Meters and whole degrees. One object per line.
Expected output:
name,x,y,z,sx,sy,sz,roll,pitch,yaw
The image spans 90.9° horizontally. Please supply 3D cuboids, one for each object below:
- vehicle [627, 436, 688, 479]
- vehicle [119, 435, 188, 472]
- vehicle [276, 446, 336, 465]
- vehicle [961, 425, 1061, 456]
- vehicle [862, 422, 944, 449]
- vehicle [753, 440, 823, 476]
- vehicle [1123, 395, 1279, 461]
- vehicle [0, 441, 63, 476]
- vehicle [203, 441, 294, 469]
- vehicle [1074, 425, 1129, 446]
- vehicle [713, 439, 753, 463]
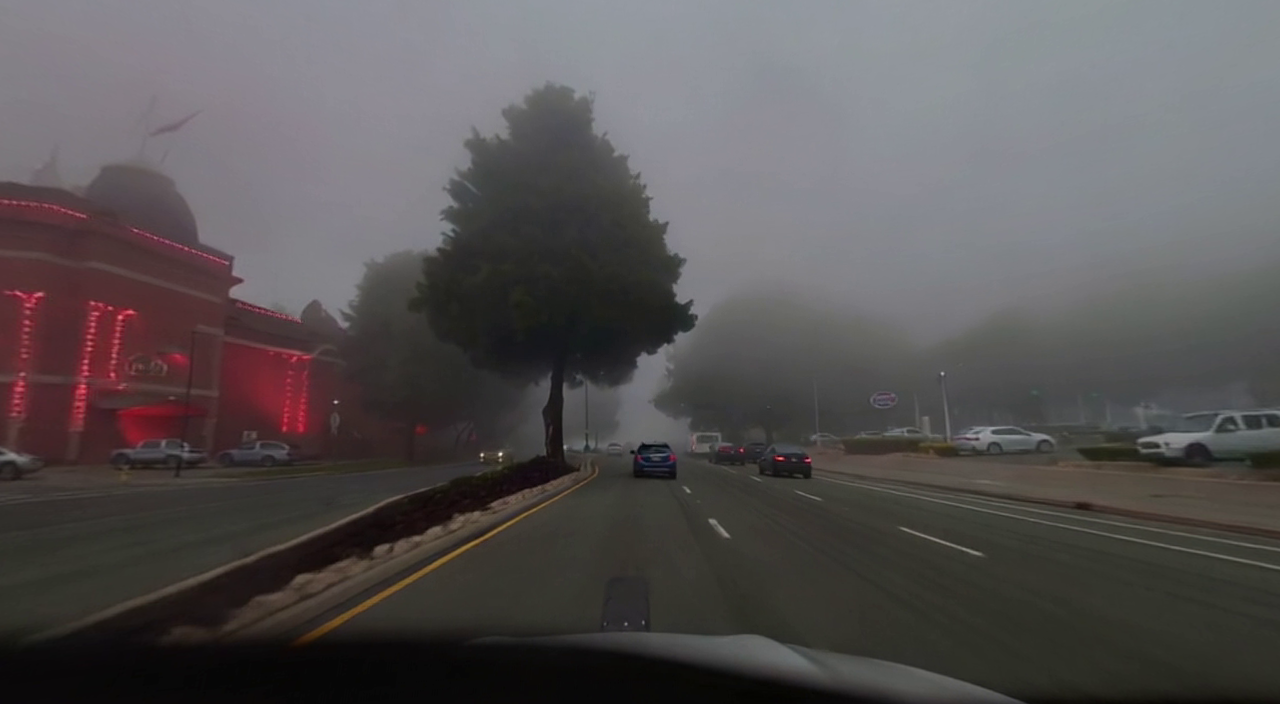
vehicle,0.555,3.982,23.996,2.091,1.472,4.697,0,-9,-1
vehicle,-28.834,5.945,37.255,5.346,1.985,2.207,-8,-11,42
vehicle,-25.742,7.957,48.628,3.574,1.399,1.754,0,-9,1
vehicle,19.669,4.699,33.513,4.059,1.563,1.995,1,-9,-2
vehicle,19.615,6.273,47.140,5.117,1.905,2.075,0,-9,0
vehicle,6.606,4.791,28.663,2.016,1.479,4.532,0,-9,-1
vehicle,19.294,2.441,19.918,6.173,1.962,2.208,0,-9,0
vehicle,-32.432,5.595,33.471,5.148,1.674,2.163,-8,-11,44
vehicle,-26.800,7.036,43.266,4.853,1.788,2.059,0,-8,1
vehicle,33.131,6.048,45.382,1.797,1.426,4.346,-3,-9,17
vehicle,6.626,7.116,45.433,2.105,1.646,4.612,0,-9,-2
